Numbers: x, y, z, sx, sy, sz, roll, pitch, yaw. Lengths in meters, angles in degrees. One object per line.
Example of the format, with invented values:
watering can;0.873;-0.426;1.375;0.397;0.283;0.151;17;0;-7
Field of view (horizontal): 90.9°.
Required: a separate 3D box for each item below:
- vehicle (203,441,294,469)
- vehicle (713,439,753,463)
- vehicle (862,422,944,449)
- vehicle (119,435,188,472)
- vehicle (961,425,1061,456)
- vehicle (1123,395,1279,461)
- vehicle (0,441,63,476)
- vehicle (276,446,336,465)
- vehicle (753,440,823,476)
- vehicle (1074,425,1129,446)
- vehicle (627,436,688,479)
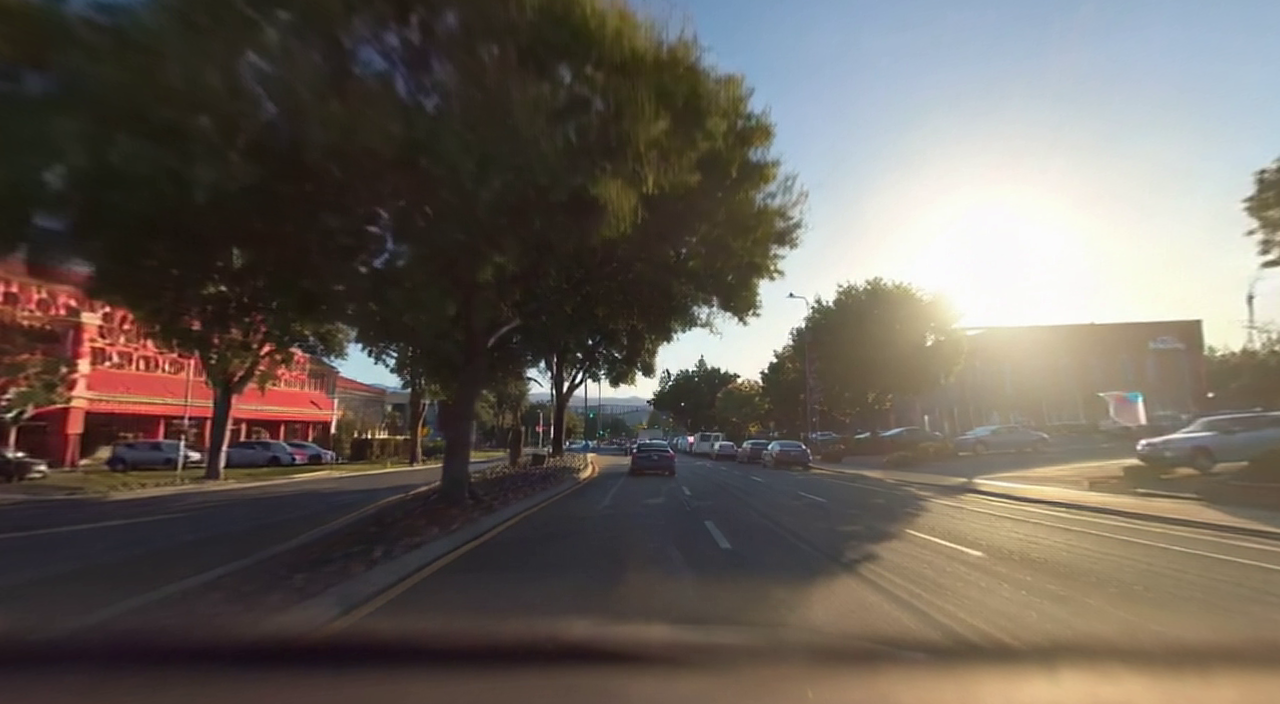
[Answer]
vehicle;-26.800;7.036;43.266;4.853;1.788;2.059;0;-8;1
vehicle;6.626;7.116;45.433;2.105;1.646;4.612;0;-9;-2
vehicle;19.615;6.273;47.140;5.117;1.905;2.075;0;-9;0
vehicle;-28.834;5.945;37.255;5.346;1.985;2.207;-8;-11;42
vehicle;19.669;4.699;33.513;4.059;1.563;1.995;1;-9;-2
vehicle;19.294;2.441;19.918;6.173;1.962;2.208;0;-9;0
vehicle;-32.432;5.595;33.471;5.148;1.674;2.163;-8;-11;44
vehicle;-25.742;7.957;48.628;3.574;1.399;1.754;0;-9;1
vehicle;6.606;4.791;28.663;2.016;1.479;4.532;0;-9;-1
vehicle;33.131;6.048;45.382;1.797;1.426;4.346;-3;-9;17
vehicle;0.555;3.982;23.996;2.091;1.472;4.697;0;-9;-1
